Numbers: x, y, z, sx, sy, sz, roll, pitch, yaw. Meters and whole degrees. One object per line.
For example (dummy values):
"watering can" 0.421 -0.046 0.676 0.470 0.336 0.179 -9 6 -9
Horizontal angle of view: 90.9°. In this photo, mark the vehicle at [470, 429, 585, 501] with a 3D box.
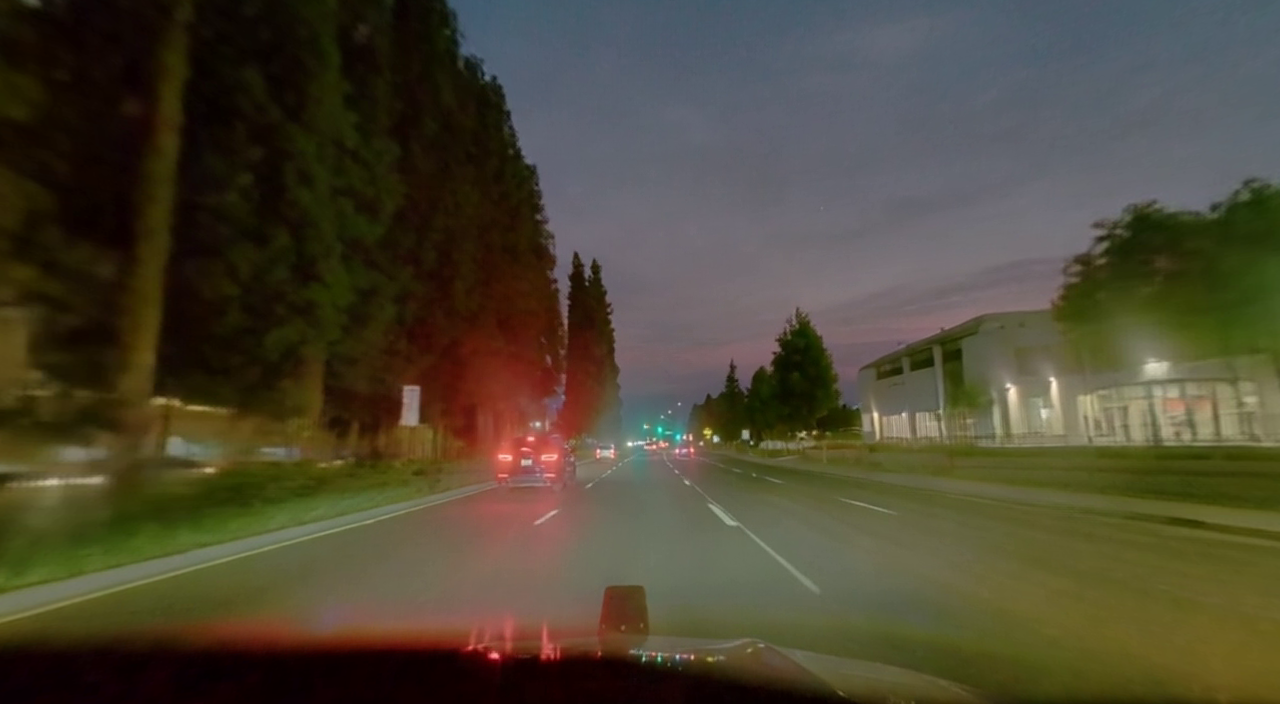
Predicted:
"vehicle" -2.814 2.972 17.001 2.121 1.656 4.559 0 -8 2

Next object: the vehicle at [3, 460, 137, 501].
"vehicle" -24.508 5.524 27.343 1.825 1.498 4.308 0 -8 -1

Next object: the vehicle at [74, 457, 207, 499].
"vehicle" -20.725 5.230 26.459 1.817 1.495 4.540 0 -8 1
